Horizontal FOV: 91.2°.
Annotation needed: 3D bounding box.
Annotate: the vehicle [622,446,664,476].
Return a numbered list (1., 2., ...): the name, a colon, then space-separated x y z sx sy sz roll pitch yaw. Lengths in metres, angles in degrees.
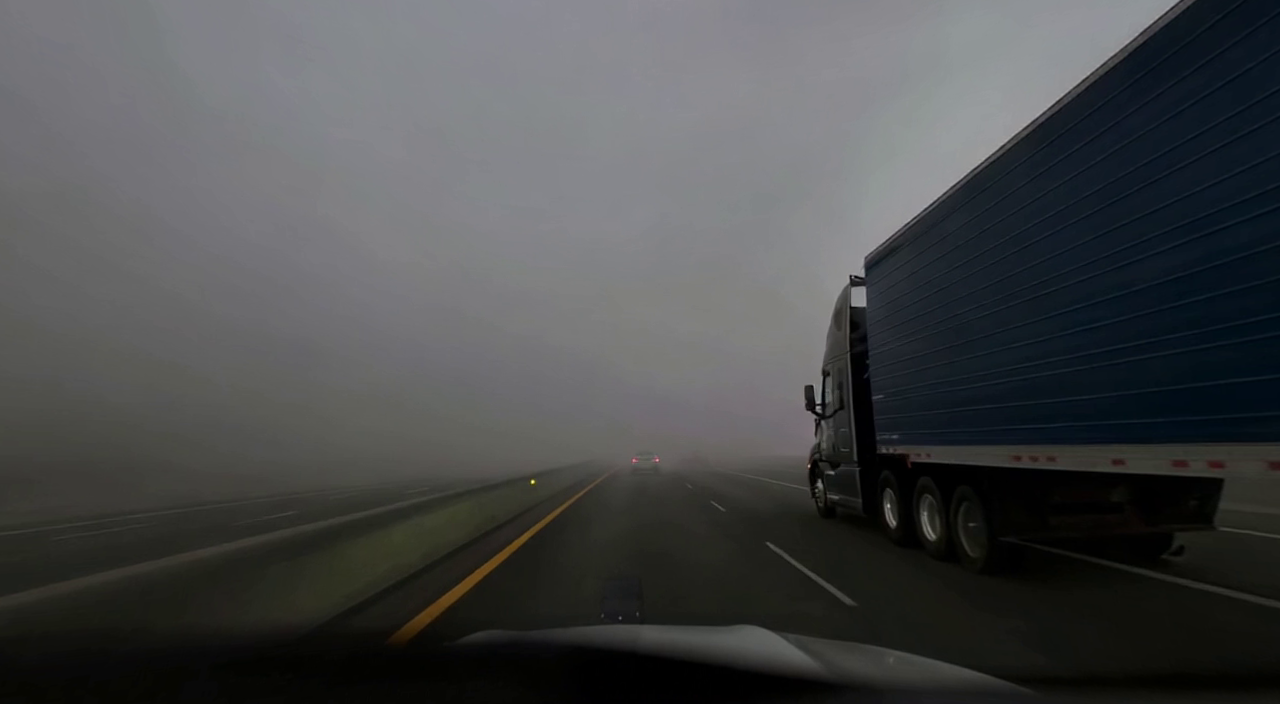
1. vehicle: 0.136 5.825 33.603 2.083 1.473 3.923 0 -9 0
